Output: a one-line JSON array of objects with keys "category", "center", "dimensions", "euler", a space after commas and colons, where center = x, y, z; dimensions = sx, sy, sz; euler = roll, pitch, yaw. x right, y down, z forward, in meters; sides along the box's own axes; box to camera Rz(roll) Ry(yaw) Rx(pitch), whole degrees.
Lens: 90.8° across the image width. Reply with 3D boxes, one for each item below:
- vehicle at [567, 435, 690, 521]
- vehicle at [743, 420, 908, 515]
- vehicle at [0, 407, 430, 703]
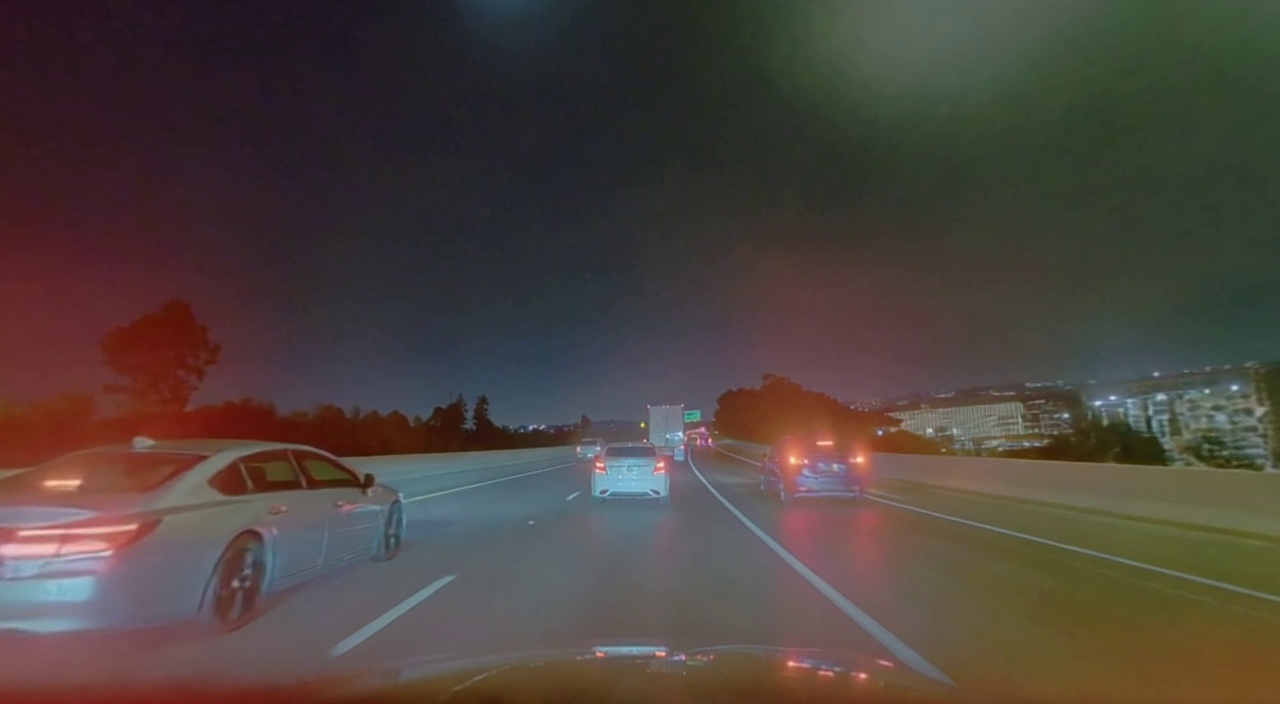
[{"category": "vehicle", "center": [-0.167, 2.496, 13.031], "dimensions": [2.136, 1.470, 3.971], "euler": [0, -9, 1]}, {"category": "vehicle", "center": [3.686, 2.406, 13.627], "dimensions": [2.166, 1.666, 4.618], "euler": [0, -9, 0]}, {"category": "vehicle", "center": [-3.693, 1.351, 5.125], "dimensions": [2.130, 1.474, 5.027], "euler": [-1, -9, 2]}]
